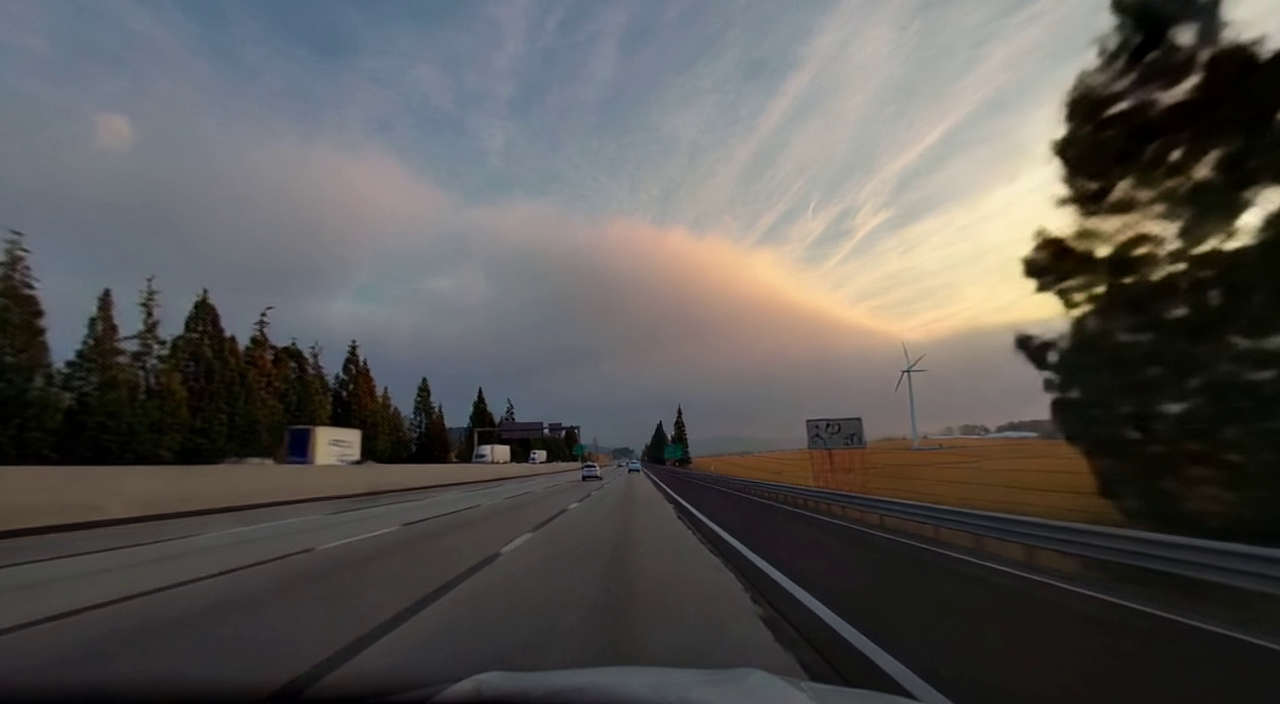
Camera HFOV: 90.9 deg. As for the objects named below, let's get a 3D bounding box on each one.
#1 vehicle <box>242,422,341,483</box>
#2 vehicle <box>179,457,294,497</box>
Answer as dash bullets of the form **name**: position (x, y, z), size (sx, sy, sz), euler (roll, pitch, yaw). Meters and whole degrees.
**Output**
- **vehicle**: position (-23.520, 6.909, 42.942), size (3.011, 3.815, 5.893), euler (1, -10, 1)
- **vehicle**: position (-15.762, 4.919, 24.923), size (1.827, 1.423, 4.071), euler (1, -10, 0)
